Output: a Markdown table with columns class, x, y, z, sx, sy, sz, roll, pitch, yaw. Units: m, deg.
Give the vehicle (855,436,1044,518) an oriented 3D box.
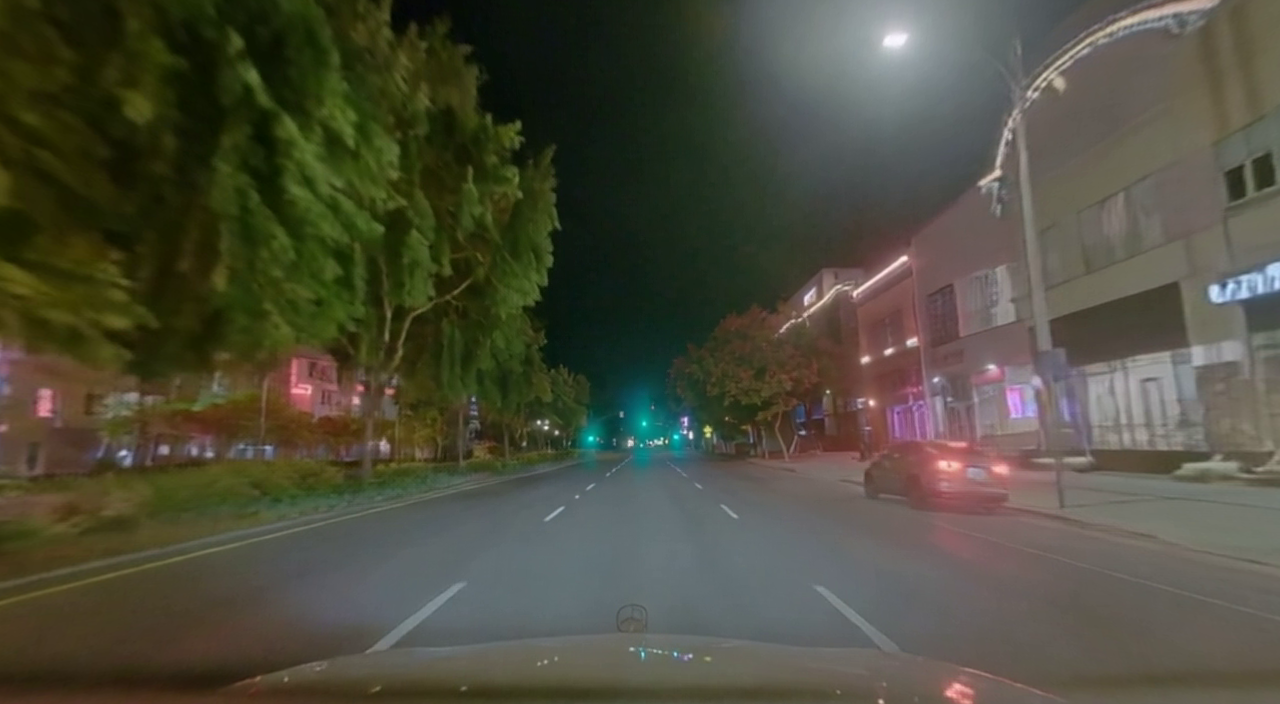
| class | x | y | z | sx | sy | sz | roll | pitch | yaw |
| --- | --- | --- | --- | --- | --- | --- | --- | --- | --- |
| vehicle | 6.618 | 2.675 | 14.210 | 1.923 | 1.498 | 4.676 | 1 | -8 | 0 |
